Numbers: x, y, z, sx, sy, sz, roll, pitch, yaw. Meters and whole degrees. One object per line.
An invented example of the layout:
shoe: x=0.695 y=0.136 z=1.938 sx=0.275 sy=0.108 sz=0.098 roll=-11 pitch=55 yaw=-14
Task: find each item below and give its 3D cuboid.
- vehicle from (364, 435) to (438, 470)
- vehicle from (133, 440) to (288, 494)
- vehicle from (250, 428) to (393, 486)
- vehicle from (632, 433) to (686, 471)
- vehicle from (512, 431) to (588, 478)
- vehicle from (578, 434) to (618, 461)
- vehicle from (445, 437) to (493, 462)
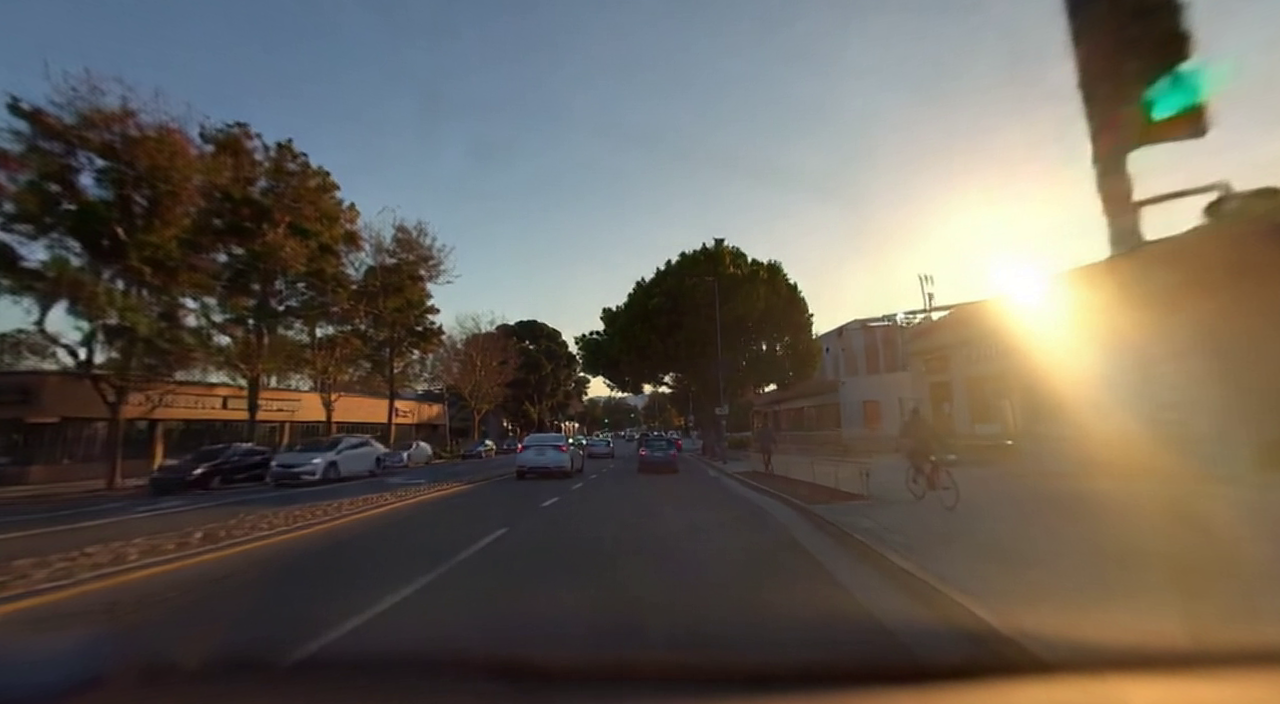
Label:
vehicle: x=-13.208 y=5.581 z=35.267 sx=2.050 sy=1.786 sz=4.633 roll=-1 pitch=-8 yaw=4
vehicle: x=-13.876 y=3.701 z=20.791 sx=1.864 sy=1.560 sz=4.317 roll=-1 pitch=-8 yaw=4
vehicle: x=-10.362 y=3.461 z=21.075 sx=2.175 sy=1.684 sz=4.475 roll=-1 pitch=-8 yaw=4
vehicle: x=0.723 y=4.196 z=26.639 sx=2.085 sy=1.475 sz=3.976 roll=0 pitch=-8 yaw=-1
vehicle: x=-3.067 y=3.595 z=22.286 sx=1.921 sy=1.477 sz=4.083 roll=-1 pitch=-8 yaw=2
vehicle: x=-2.464 y=5.685 z=37.757 sx=1.887 sy=1.517 sz=4.254 roll=-1 pitch=-8 yaw=3
vehicle: x=-11.955 y=6.829 z=44.420 sx=1.936 sy=1.656 sz=4.284 roll=-1 pitch=-8 yaw=3
